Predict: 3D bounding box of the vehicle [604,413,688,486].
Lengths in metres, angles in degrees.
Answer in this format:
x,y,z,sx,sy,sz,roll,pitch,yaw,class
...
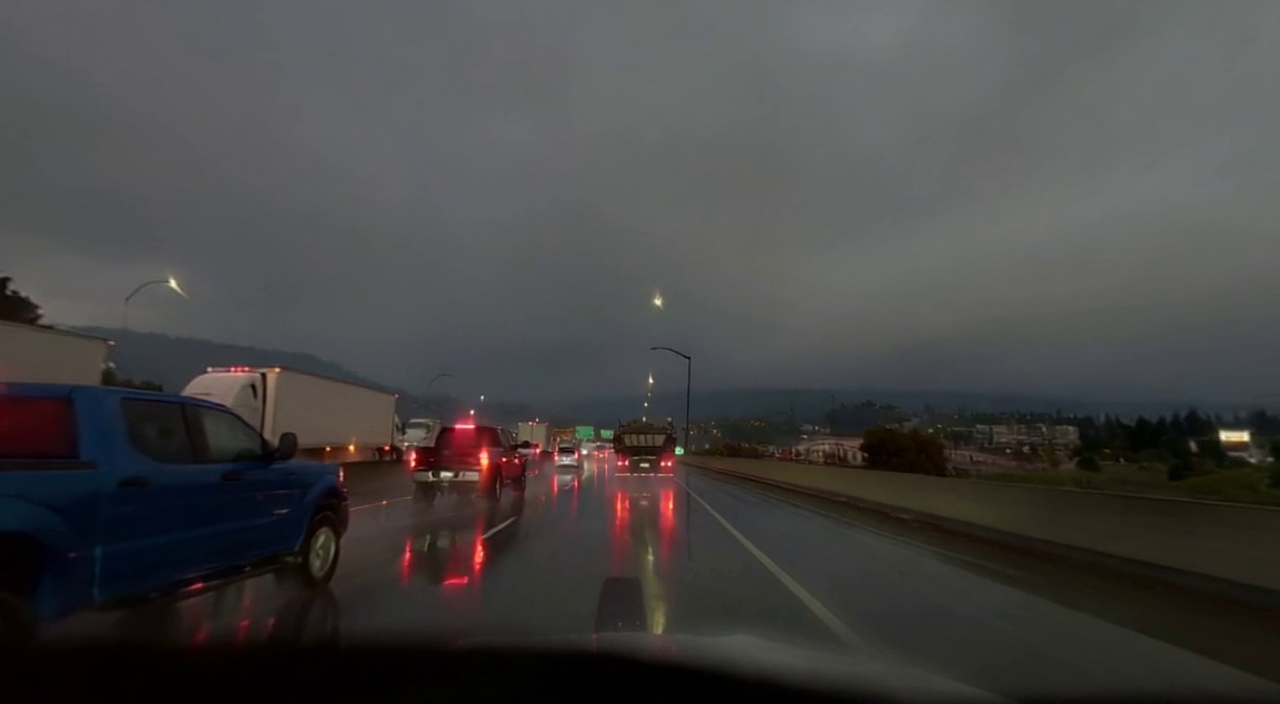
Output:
x,y,z,sx,sy,sz,roll,pitch,yaw,class
0.086,3.911,25.495,2.886,2.471,7.692,0,-8,-2,vehicle

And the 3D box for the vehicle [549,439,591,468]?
x,y,z,sx,sy,sz,roll,pitch,yaw,class
-4.778,7.031,43.755,2.329,1.859,4.823,0,-8,0,vehicle

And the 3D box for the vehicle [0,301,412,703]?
x,y,z,sx,sy,sz,roll,pitch,yaw,class
-3.535,0.972,3.916,2.303,1.835,5.044,0,-8,1,vehicle

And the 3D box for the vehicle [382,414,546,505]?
x,y,z,sx,sy,sz,roll,pitch,yaw,class
-4.293,2.789,16.771,2.575,1.958,5.730,-1,-8,1,vehicle
